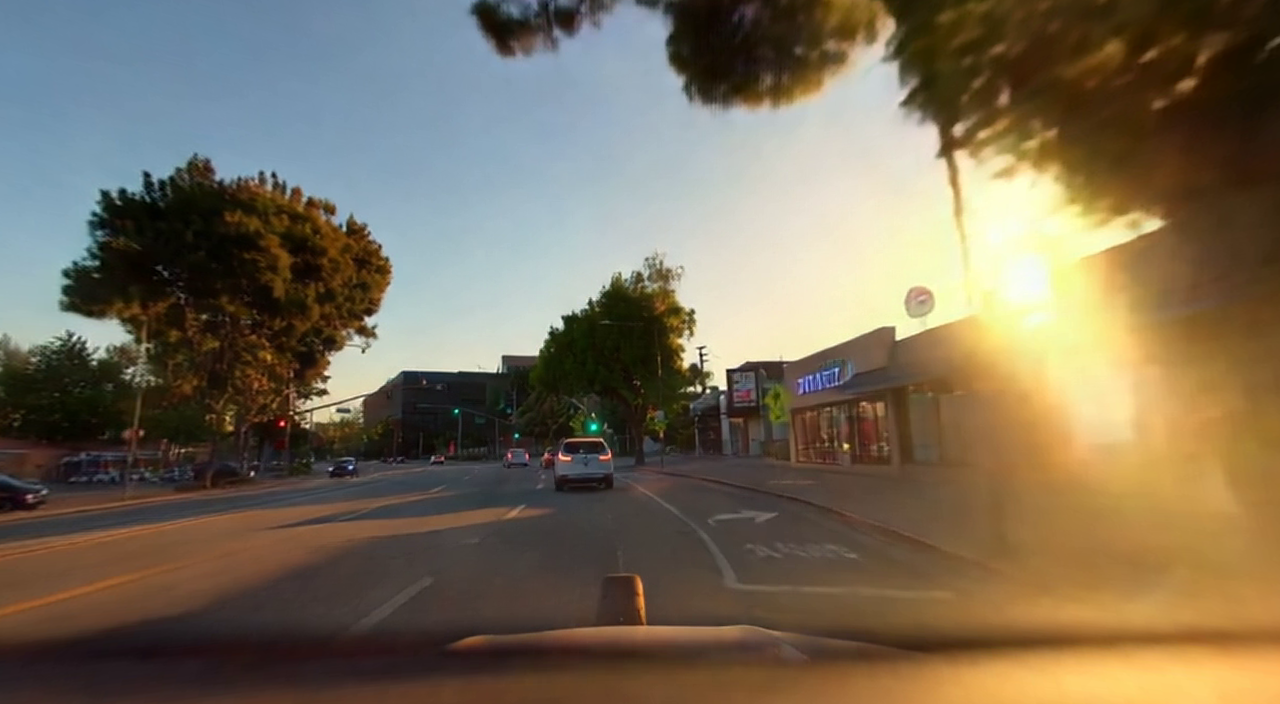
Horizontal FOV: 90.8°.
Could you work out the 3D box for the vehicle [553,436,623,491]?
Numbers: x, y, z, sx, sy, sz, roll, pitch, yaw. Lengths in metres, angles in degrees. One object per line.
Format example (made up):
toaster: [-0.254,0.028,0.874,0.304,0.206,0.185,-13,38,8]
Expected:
vehicle: [-1.910,3.903,22.391,2.227,1.733,3.930,1,-9,-7]

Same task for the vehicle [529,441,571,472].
vehicle: [-6.097,7.010,42.430,2.067,1.947,4.628,3,-9,-16]
